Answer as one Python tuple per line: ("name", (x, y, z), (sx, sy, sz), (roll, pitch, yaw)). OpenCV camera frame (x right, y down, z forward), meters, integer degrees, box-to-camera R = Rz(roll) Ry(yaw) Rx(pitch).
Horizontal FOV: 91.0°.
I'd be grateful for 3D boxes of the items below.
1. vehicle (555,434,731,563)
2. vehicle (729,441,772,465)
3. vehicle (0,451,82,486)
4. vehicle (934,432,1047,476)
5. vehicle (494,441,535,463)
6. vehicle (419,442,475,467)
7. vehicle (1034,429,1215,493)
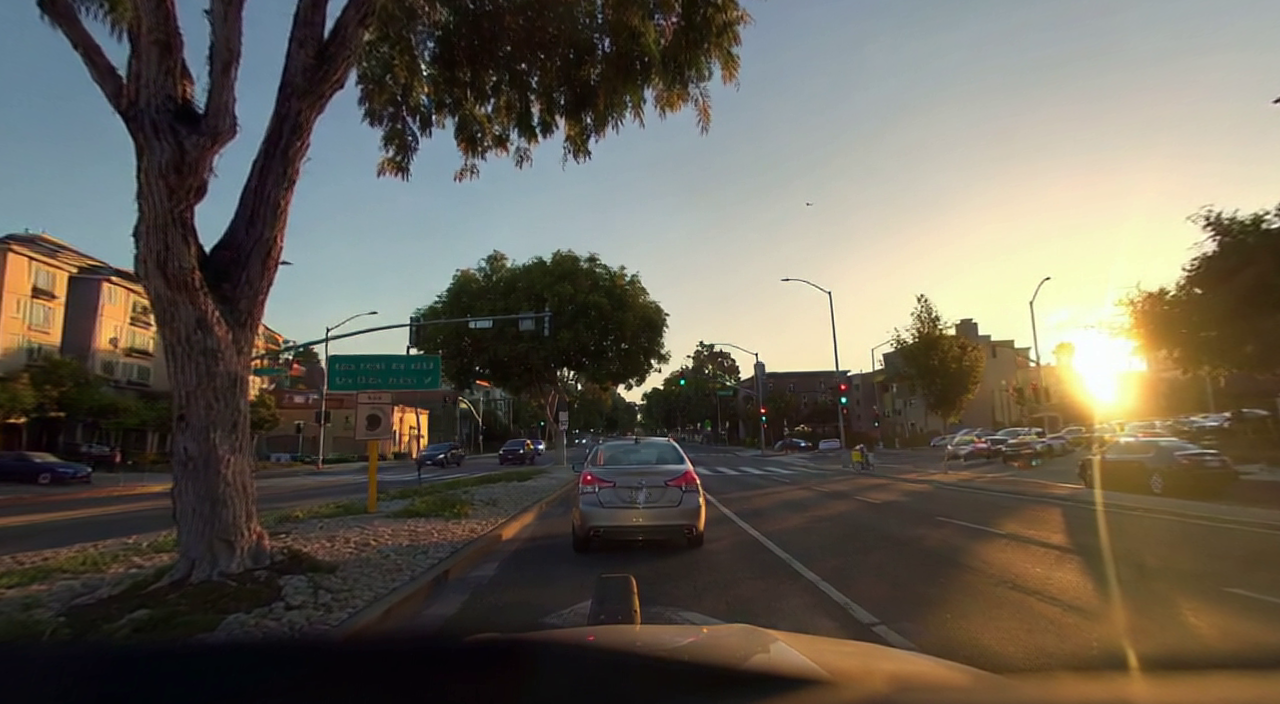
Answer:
("vehicle", (-0.072, 1.988, 9.311), (2.010, 1.447, 4.121), (0, -9, -3))
("vehicle", (6.993, 6.448, 40.336), (1.932, 1.439, 4.159), (0, -9, -1))
("vehicle", (-27.356, 5.069, 27.564), (1.773, 1.438, 4.268), (0, -9, 2))
("vehicle", (13.076, 3.823, 23.808), (1.887, 1.504, 3.898), (0, -9, -2))
("vehicle", (-8.817, 7.045, 44.505), (1.994, 1.474, 4.411), (0, -9, 0))
("vehicle", (-12.219, 6.522, 40.058), (2.125, 1.495, 4.308), (0, -9, 1))
("vehicle", (13.074, 2.962, 17.370), (1.859, 1.525, 3.948), (0, -9, 1))
